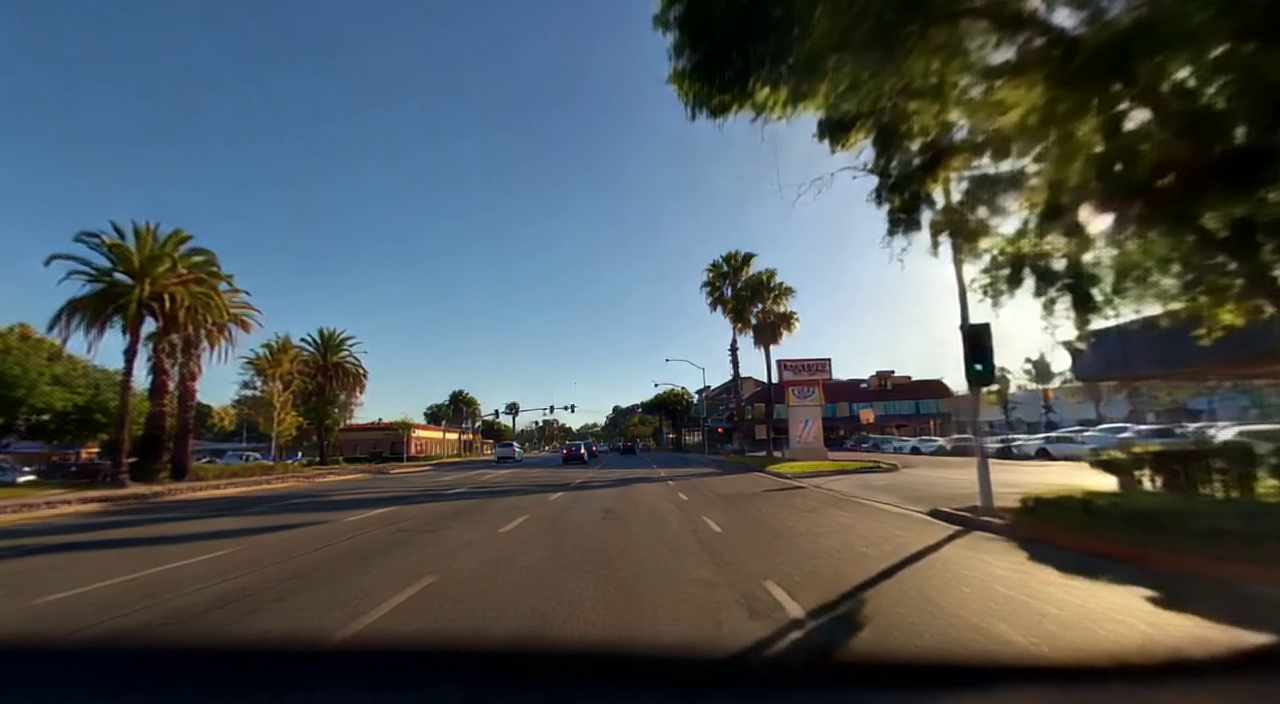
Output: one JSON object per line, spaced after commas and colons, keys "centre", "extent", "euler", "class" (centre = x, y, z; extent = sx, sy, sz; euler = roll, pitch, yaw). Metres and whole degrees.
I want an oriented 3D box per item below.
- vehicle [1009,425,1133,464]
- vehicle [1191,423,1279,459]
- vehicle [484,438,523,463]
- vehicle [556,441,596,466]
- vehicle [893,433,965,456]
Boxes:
{"centre": [20.534, 4.458, 30.378], "extent": [4.548, 1.741, 1.971], "euler": [-4, -10, 25], "class": "vehicle"}
{"centre": [27.175, 3.828, 27.063], "extent": [4.809, 1.499, 2.130], "euler": [-4, -10, 23], "class": "vehicle"}
{"centre": [-10.407, 7.533, 48.377], "extent": [2.022, 1.746, 4.406], "euler": [0, -9, 0], "class": "vehicle"}
{"centre": [-4.004, 6.422, 40.214], "extent": [2.181, 1.483, 4.123], "euler": [0, -9, -1], "class": "vehicle"}
{"centre": [20.997, 6.759, 45.894], "extent": [4.505, 1.584, 2.015], "euler": [-5, -10, 27], "class": "vehicle"}
